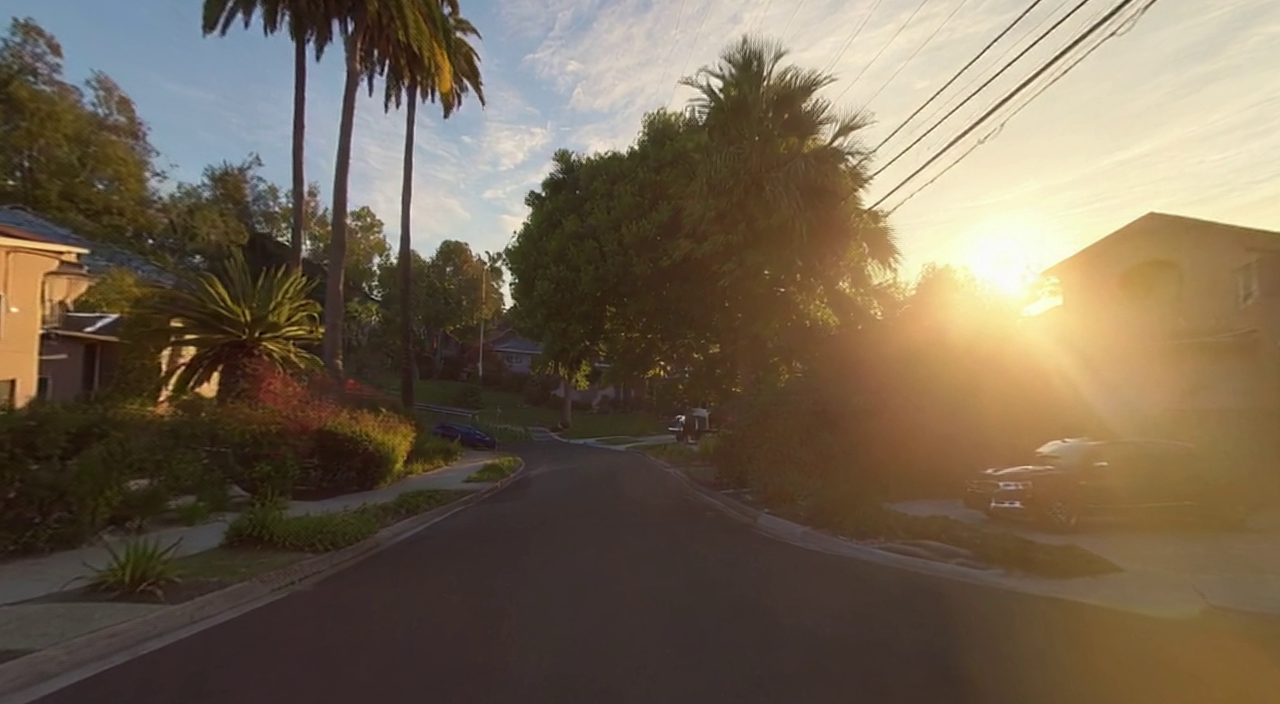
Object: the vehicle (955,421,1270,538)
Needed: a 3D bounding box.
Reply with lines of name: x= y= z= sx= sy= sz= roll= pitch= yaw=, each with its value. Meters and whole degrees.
vehicle: x=9.305 y=2.503 z=12.427 sx=5.663 sy=1.913 sz=2.170 roll=5 pitch=-11 yaw=-21
